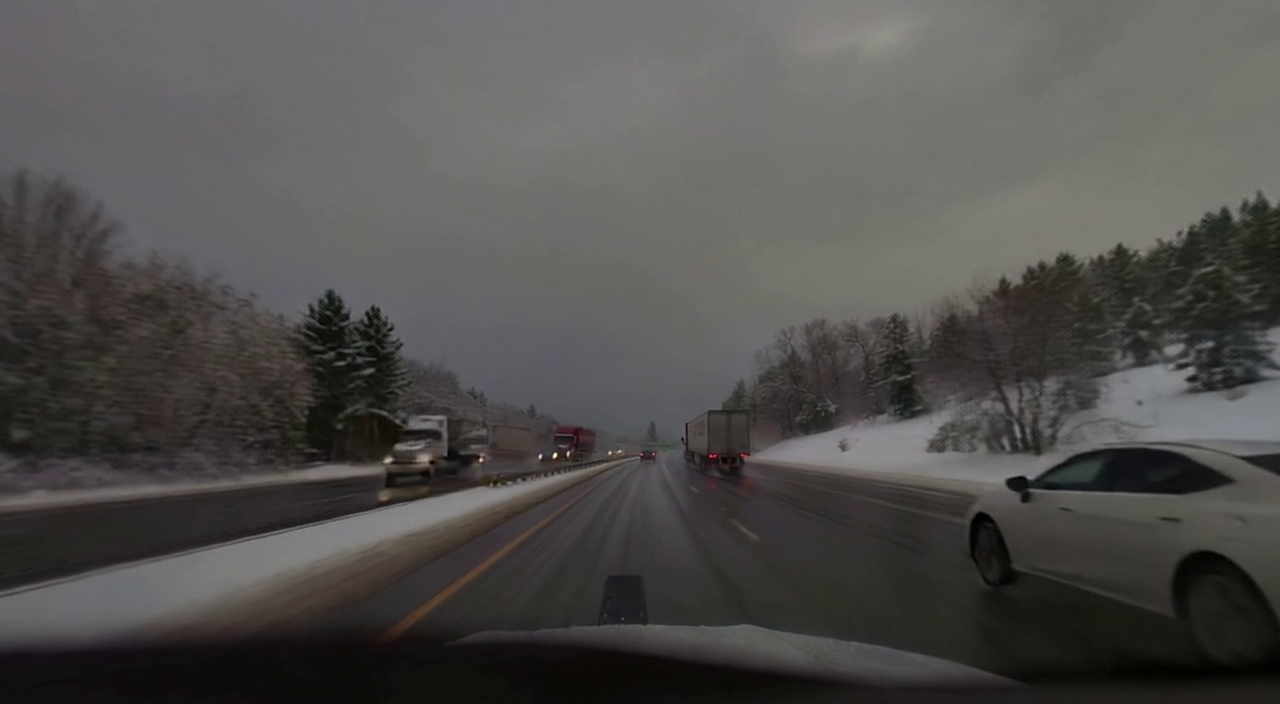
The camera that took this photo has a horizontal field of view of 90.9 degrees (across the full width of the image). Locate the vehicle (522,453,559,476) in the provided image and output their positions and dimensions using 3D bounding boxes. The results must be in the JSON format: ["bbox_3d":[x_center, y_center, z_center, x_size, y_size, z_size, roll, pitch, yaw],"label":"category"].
[{"bbox_3d":[-7.506,8.523,47.902,1.952,1.579,4.290,0,-9,2],"label":"vehicle"}]

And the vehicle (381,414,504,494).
[{"bbox_3d":[-9.714,5.205,32.446,2.952,3.538,9.079,-1,-9,3],"label":"vehicle"}]

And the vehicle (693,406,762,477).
[{"bbox_3d":[4.921,5.445,37.971,2.866,3.558,11.674,0,-9,2],"label":"vehicle"}]

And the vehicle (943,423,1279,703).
[{"bbox_3d":[3.954,1.243,4.135,1.893,1.442,4.039,0,-9,0],"label":"vehicle"}]
